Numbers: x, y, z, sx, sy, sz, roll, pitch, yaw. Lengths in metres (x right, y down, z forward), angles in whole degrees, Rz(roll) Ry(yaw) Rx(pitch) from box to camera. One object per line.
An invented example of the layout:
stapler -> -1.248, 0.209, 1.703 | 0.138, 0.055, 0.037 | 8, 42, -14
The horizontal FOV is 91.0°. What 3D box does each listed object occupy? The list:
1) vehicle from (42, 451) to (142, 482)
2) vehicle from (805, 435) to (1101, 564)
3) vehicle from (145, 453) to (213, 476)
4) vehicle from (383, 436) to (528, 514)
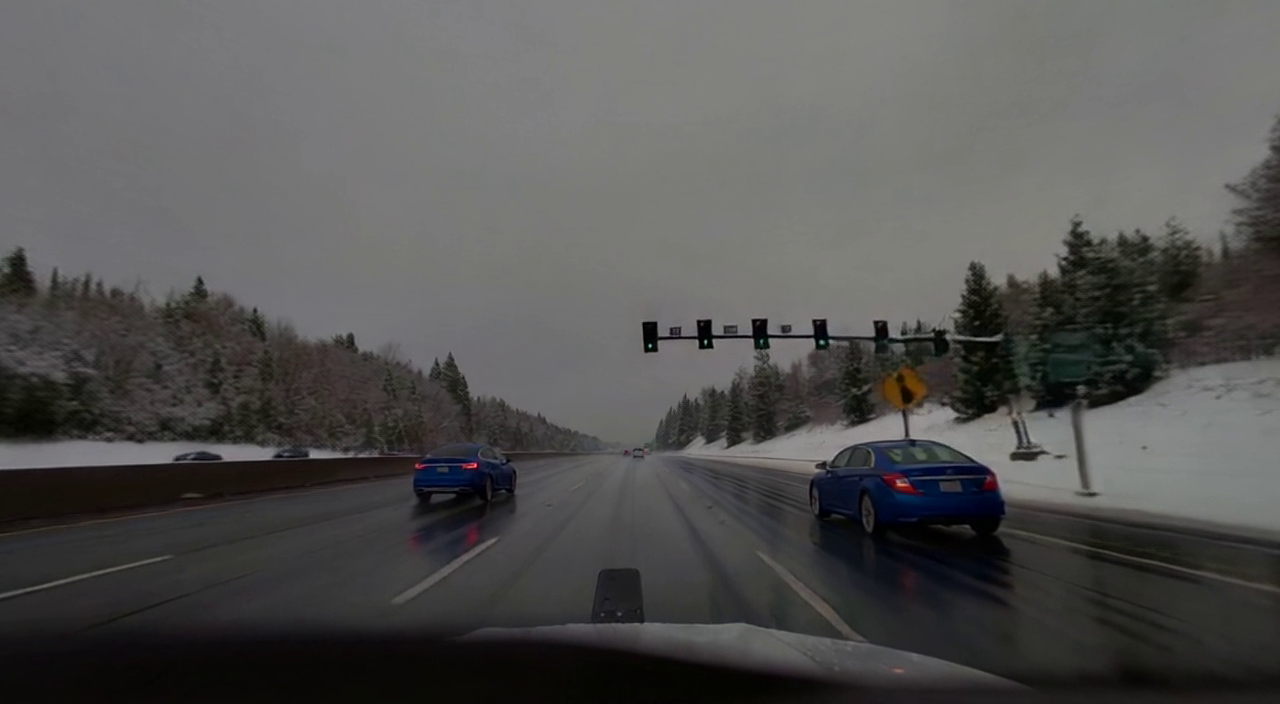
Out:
vehicle -> -32.774, 6.820, 37.828 | 1.902, 1.679, 4.584 | 0, -9, 0
vehicle -> 4.308, 2.086, 9.805 | 2.049, 1.481, 4.774 | 0, -9, -2
vehicle -> -36.353, 8.828, 49.755 | 1.917, 1.643, 4.546 | 0, -9, 0
vehicle -> -4.032, 2.760, 14.662 | 1.987, 1.516, 4.478 | 0, -9, 1
